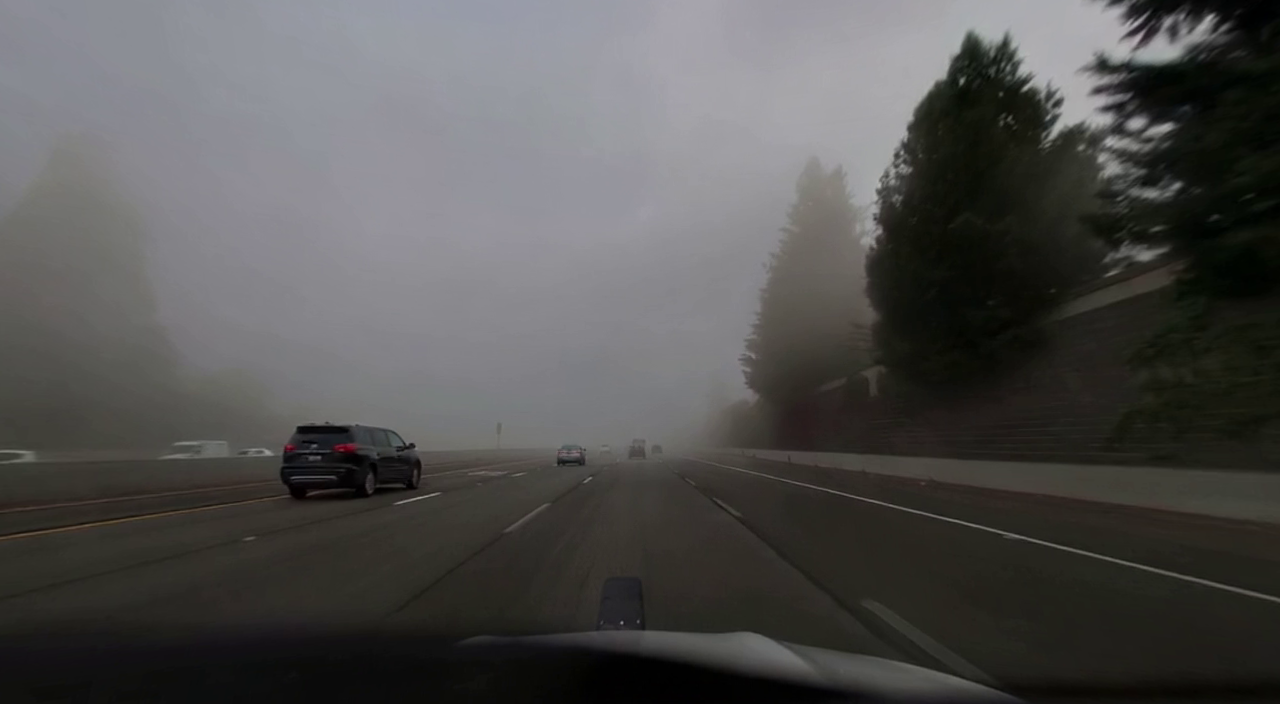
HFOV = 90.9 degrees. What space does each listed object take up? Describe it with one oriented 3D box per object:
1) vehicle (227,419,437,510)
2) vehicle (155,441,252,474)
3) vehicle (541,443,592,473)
[{"bbox_3d":[-7.606,2.864,16.661,2.351,1.922,6.335,0,-8,0],"label":"vehicle"},{"bbox_3d":[-29.450,7.114,42.828,2.262,1.999,5.898,0,-8,1],"label":"vehicle"},{"bbox_3d":[-3.802,5.545,33.386,2.106,1.452,4.525,0,-8,0],"label":"vehicle"}]
